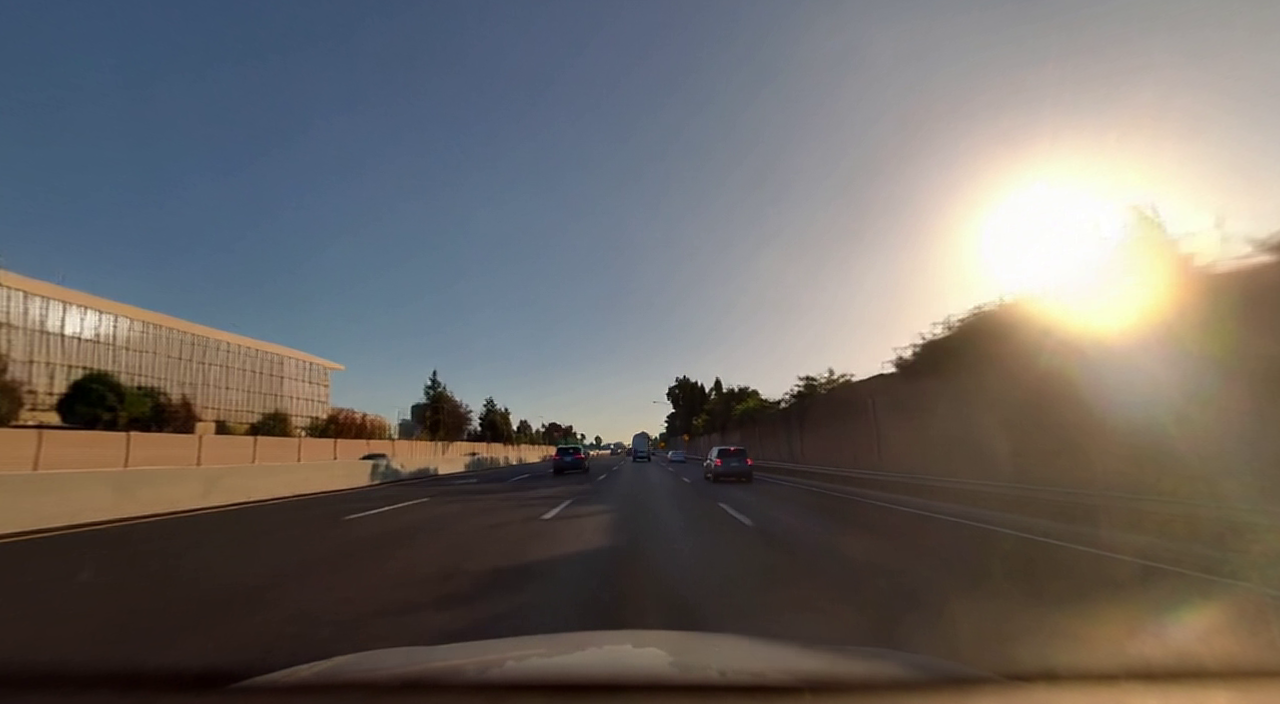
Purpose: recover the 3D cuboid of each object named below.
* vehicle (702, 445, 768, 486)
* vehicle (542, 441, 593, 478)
[{"bbox_3d":[3.838,4.668,26.267,1.973,1.536,4.337,0,-9,-2],"label":"vehicle"},{"bbox_3d":[-3.724,5.612,33.086,2.014,1.811,4.369,0,-9,2],"label":"vehicle"}]
